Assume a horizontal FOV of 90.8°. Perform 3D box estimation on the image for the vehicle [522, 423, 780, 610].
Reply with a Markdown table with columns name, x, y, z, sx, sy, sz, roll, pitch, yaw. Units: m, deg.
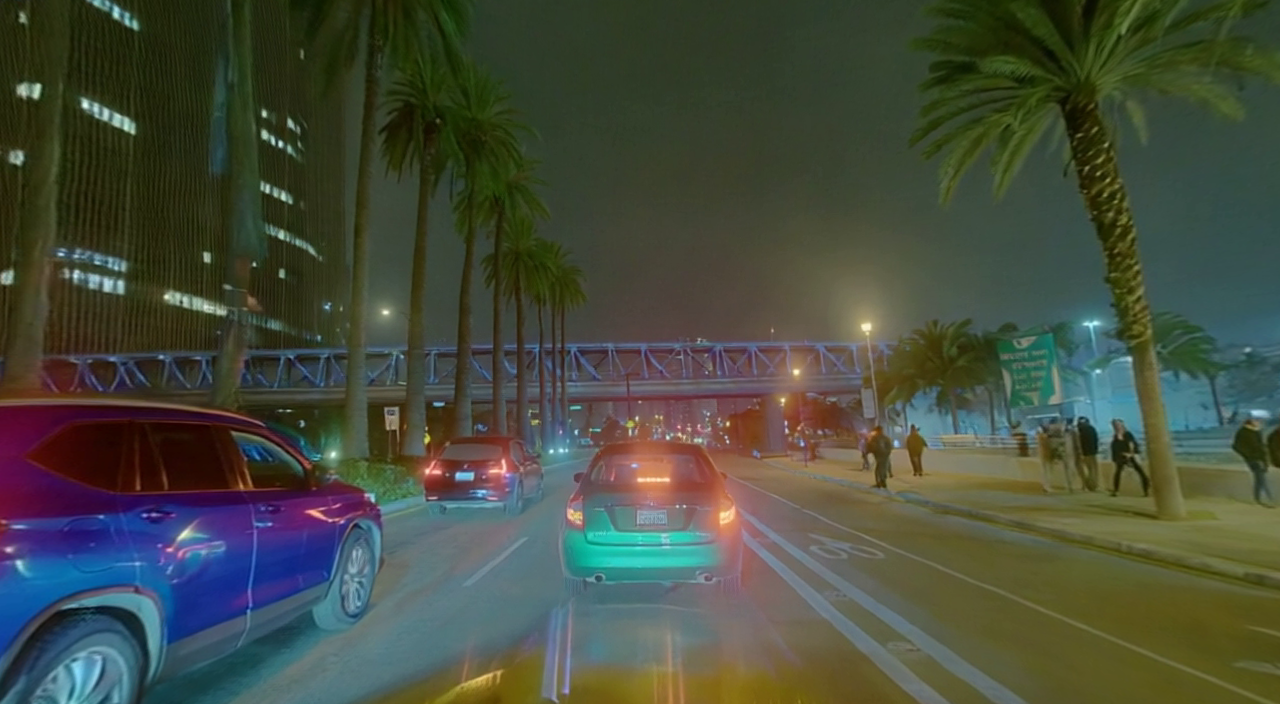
| name | x | y | z | sx | sy | sz | roll | pitch | yaw |
| --- | --- | --- | --- | --- | --- | --- | --- | --- | --- |
| vehicle | 0.062 | 1.614 | 7.139 | 2.036 | 1.461 | 4.129 | 0 | -8 | -1 |

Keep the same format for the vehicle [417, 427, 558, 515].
| name | x | y | z | sx | sy | sz | roll | pitch | yaw |
| --- | --- | --- | --- | --- | --- | --- | --- | --- | --- |
| vehicle | -3.148 | 2.556 | 14.001 | 1.955 | 1.637 | 4.032 | 0 | -9 | 2 |

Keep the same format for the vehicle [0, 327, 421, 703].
| name | x | y | z | sx | sy | sz | roll | pitch | yaw |
| --- | --- | --- | --- | --- | --- | --- | --- | --- | --- |
| vehicle | -3.260 | 1.070 | 4.127 | 2.014 | 1.740 | 4.359 | 0 | -9 | 1 |
